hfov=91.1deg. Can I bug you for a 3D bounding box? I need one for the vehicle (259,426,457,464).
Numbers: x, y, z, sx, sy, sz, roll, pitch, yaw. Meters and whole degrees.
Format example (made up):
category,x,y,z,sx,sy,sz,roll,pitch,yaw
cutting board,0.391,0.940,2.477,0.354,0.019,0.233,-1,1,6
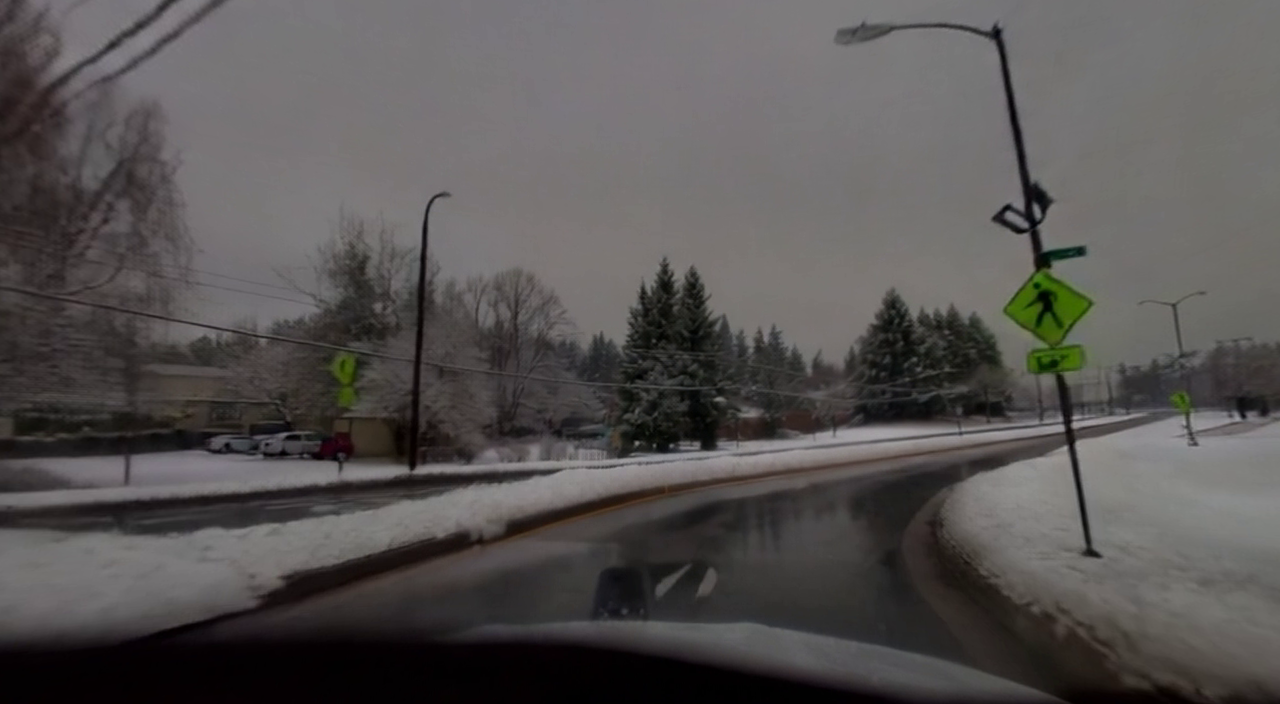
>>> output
category,x,y,z,sx,sy,sz,roll,pitch,yaw
vehicle,-19.647,6.718,45.153,2.837,2.354,12.960,-7,-11,40
